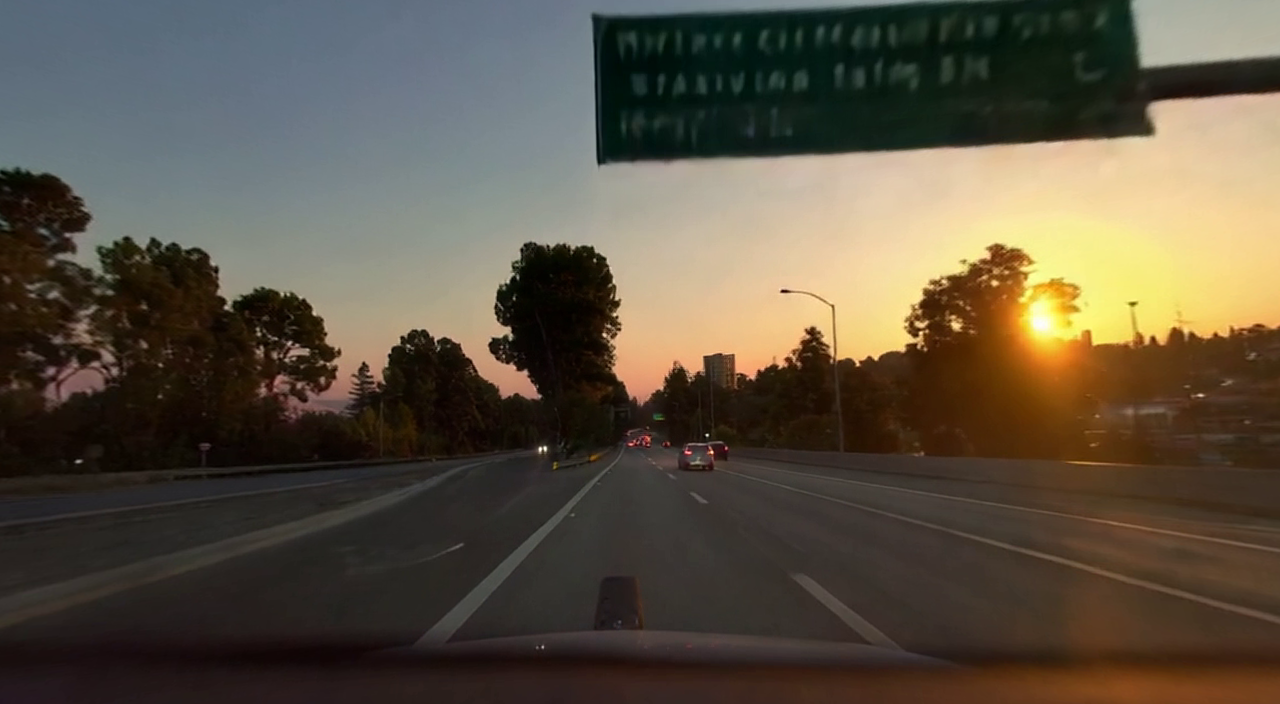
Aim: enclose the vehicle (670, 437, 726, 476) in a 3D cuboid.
[{"bbox_3d":[2.652,4.944,30.068,2.066,1.683,4.675,0,-8,-2],"label":"vehicle"}]
